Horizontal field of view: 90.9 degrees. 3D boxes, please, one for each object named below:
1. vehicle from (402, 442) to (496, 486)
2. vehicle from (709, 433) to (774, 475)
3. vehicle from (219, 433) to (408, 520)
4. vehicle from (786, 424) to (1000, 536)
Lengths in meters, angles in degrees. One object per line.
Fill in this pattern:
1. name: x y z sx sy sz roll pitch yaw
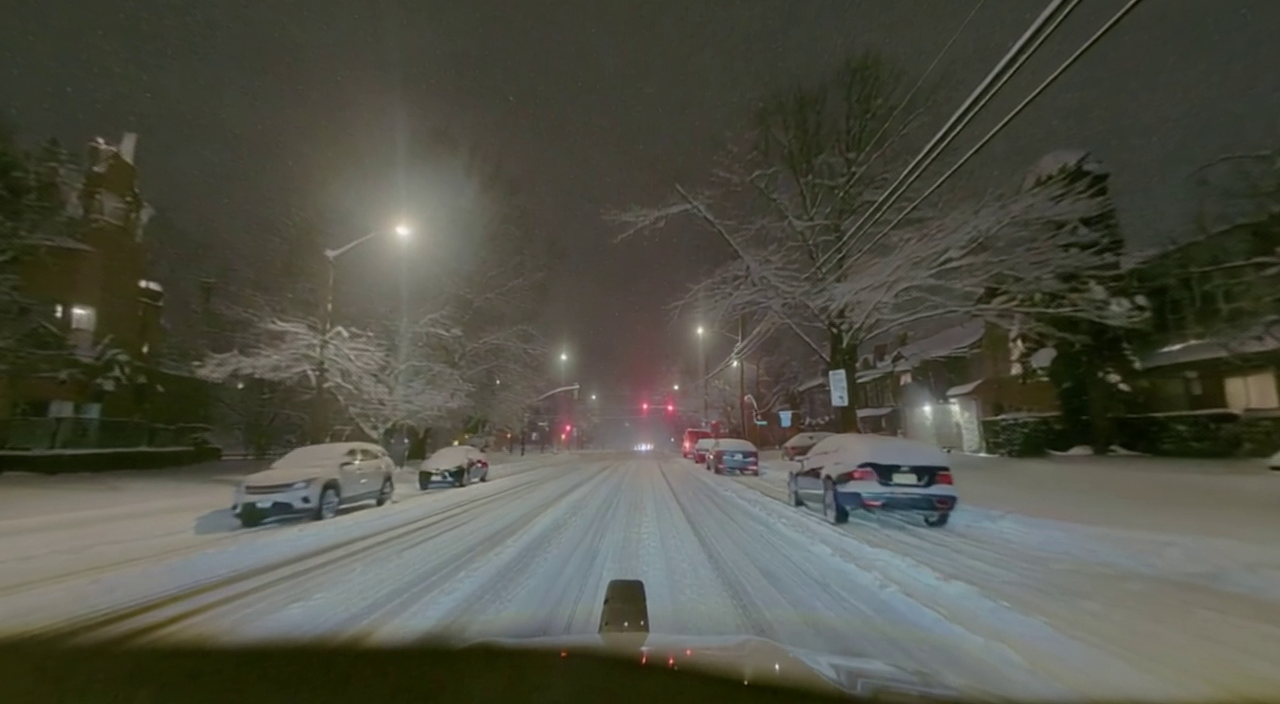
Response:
1. vehicle: -7.073 4.197 23.907 2.041 1.489 4.439 -1 -8 2
2. vehicle: 4.808 4.930 30.669 2.279 1.829 4.859 0 -9 0
3. vehicle: -7.377 2.826 14.884 1.985 1.714 4.395 -1 -8 2
4. vehicle: 4.499 2.358 12.322 2.118 1.701 5.067 0 -8 0
